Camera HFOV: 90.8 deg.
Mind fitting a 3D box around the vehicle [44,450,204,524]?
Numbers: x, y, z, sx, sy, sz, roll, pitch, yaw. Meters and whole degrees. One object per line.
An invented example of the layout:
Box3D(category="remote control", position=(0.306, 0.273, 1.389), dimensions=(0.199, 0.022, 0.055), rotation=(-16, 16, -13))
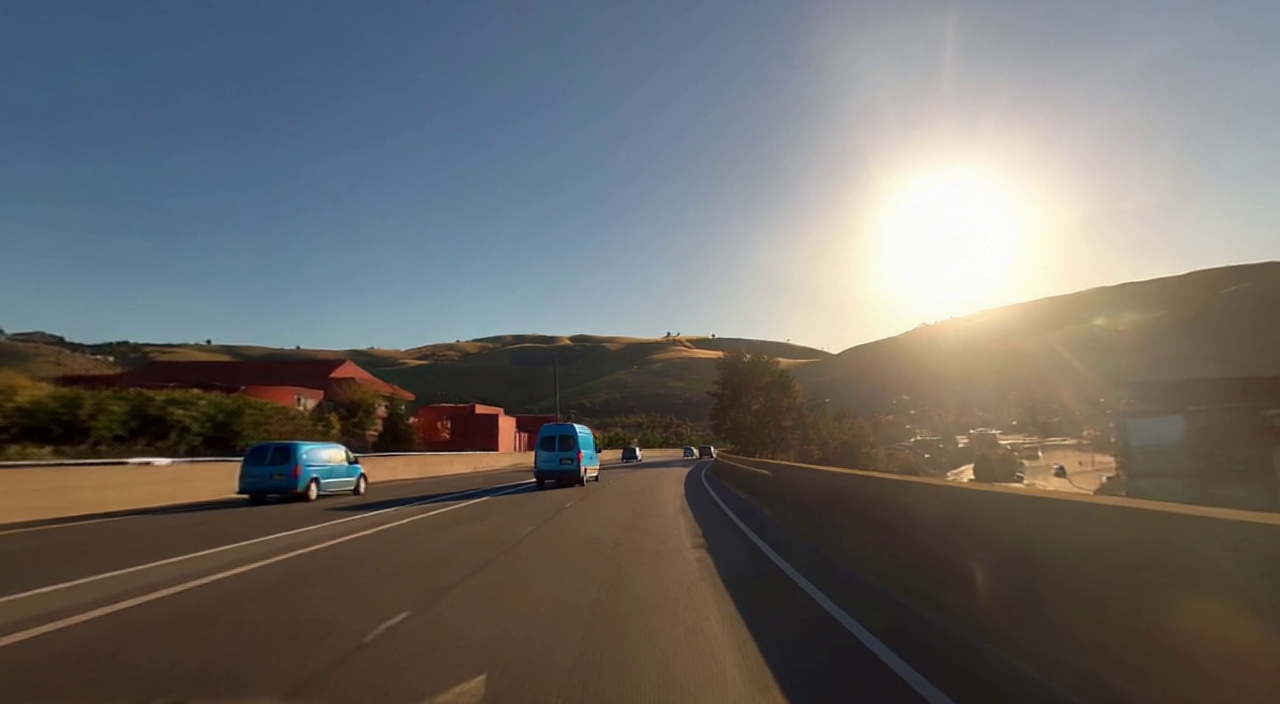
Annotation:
Box3D(category="vehicle", position=(-26.986, 6.963, 33.505), dimensions=(2.927, 3.464, 5.910), rotation=(-1, -9, 7))

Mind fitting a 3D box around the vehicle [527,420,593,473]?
Box3D(category="vehicle", position=(-4.455, 5.438, 36.370), dimensions=(2.314, 2.703, 6.441), rotation=(-1, -9, 6))

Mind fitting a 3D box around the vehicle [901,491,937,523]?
Box3D(category="vehicle", position=(21.427, 11.905, 48.654), dimensions=(1.887, 1.776, 4.198), rotation=(-2, -6, 16))

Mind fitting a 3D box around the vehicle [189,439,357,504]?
Box3D(category="vehicle", position=(-9.713, 3.176, 17.216), dimensions=(1.821, 1.524, 4.342), rotation=(-1, -9, 3))
